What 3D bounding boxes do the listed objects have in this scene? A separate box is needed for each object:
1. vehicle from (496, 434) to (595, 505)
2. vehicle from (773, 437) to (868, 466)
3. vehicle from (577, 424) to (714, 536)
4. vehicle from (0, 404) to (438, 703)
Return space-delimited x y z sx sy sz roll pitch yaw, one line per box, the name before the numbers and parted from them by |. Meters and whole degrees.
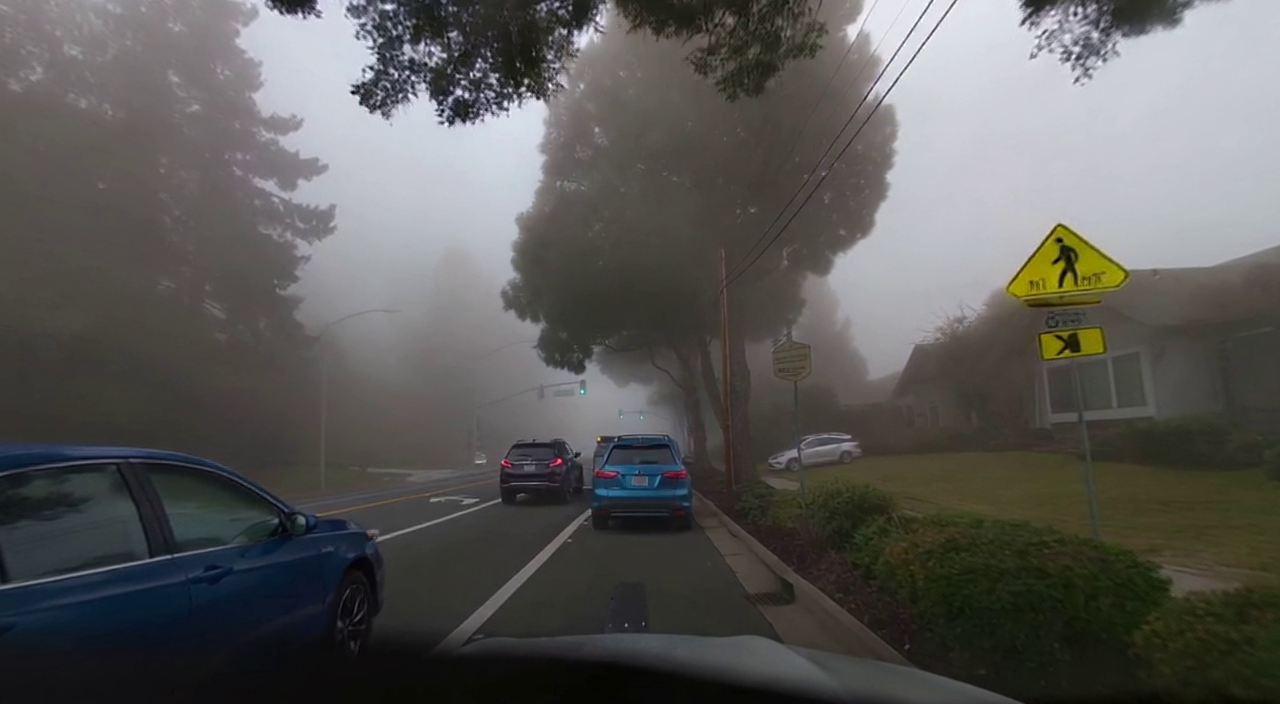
vehicle | -2.494 3.229 17.731 2.000 1.737 4.133 0 -9 2
vehicle | 9.531 5.295 33.567 4.456 1.504 1.914 0 -8 2
vehicle | 0.153 2.282 11.812 2.120 1.718 3.909 0 -9 2
vehicle | -2.862 1.114 3.282 1.968 1.472 4.685 0 -9 1
